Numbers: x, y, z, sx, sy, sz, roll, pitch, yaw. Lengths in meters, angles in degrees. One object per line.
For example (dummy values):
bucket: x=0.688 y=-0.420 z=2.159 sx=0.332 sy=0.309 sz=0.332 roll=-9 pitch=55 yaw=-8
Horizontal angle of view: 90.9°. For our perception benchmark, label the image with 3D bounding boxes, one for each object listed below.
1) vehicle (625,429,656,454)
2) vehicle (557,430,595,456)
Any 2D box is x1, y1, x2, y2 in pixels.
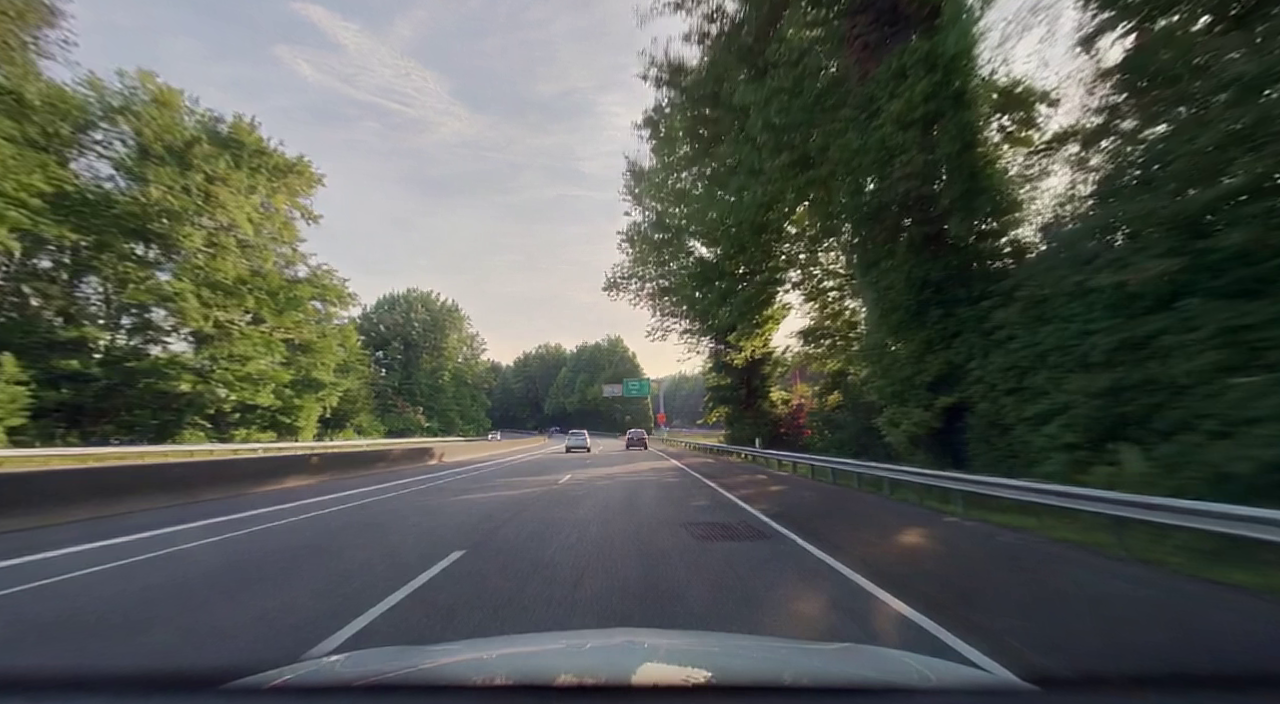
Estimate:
vehicle: x=0.002 y=6.589 z=46.457 sx=2.170 sy=1.790 sz=4.490 roll=0 pitch=-8 yaw=0
vehicle: x=-4.128 y=5.949 z=41.182 sx=2.055 sy=1.610 sz=4.116 roll=0 pitch=-8 yaw=0
